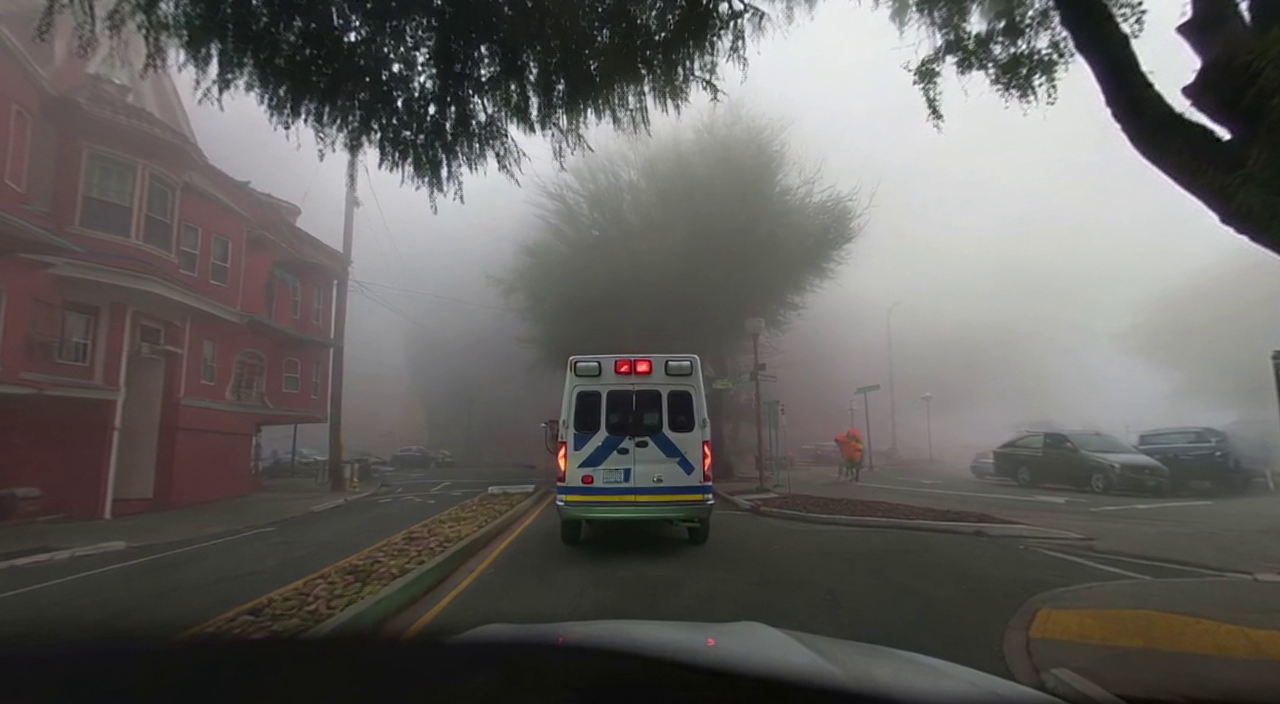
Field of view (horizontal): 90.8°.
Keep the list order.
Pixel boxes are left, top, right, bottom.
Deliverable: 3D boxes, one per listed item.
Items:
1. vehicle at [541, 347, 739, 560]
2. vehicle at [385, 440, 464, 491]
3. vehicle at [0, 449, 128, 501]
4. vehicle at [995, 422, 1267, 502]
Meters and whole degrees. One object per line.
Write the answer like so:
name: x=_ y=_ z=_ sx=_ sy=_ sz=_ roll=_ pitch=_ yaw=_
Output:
vehicle: x=0.001 y=1.648 z=10.666 sx=2.444 sy=2.640 sz=5.482 roll=0 pitch=-8 yaw=0
vehicle: x=-8.595 y=4.384 z=24.889 sx=2.290 sy=1.776 sz=4.947 roll=4 pitch=-9 yaw=-25
vehicle: x=-18.813 y=3.736 z=19.389 sx=4.412 sy=1.468 sz=1.914 roll=0 pitch=-8 yaw=-3
vehicle: x=13.141 y=2.978 z=17.382 sx=5.270 sy=1.966 sz=2.329 roll=-2 pitch=-9 yaw=11
